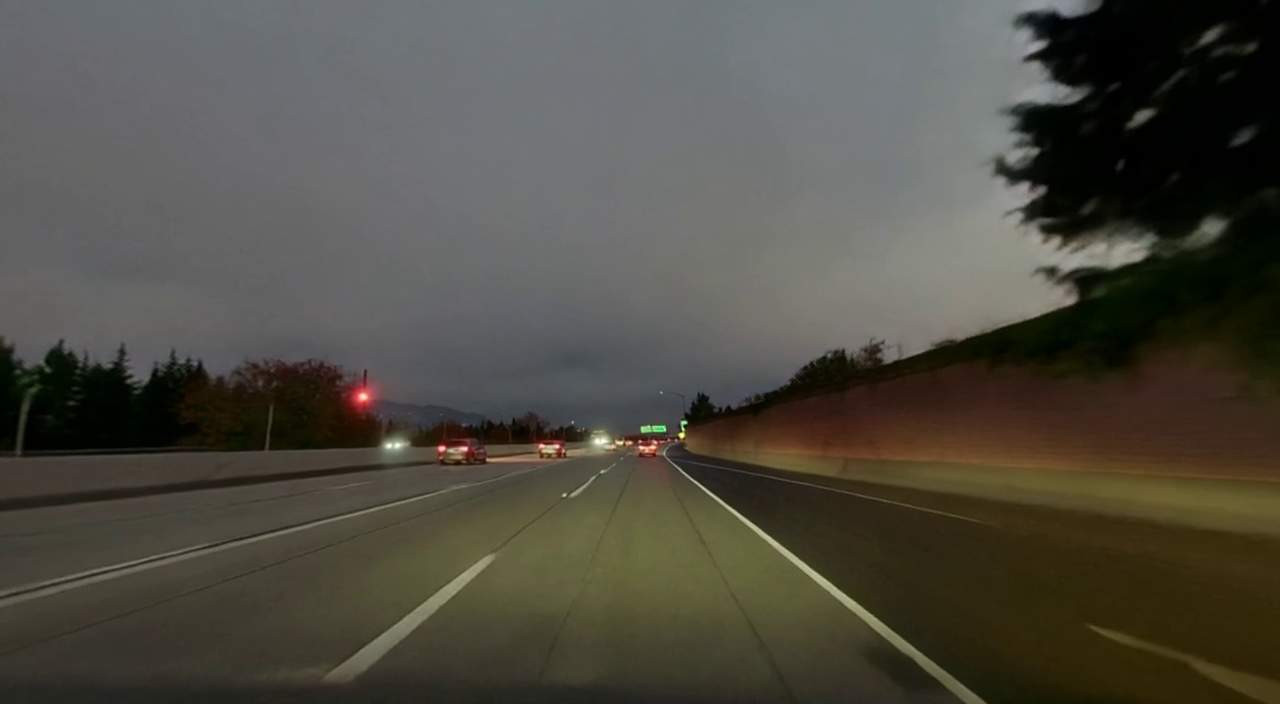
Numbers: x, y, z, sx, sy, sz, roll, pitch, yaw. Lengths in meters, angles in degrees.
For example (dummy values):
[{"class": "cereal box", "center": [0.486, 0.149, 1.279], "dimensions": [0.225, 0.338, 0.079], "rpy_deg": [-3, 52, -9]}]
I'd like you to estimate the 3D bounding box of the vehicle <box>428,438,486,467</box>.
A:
[{"class": "vehicle", "center": [-10.939, 6.016, 38.024], "dimensions": [2.025, 1.618, 4.683], "rpy_deg": [0, -8, 1]}]
